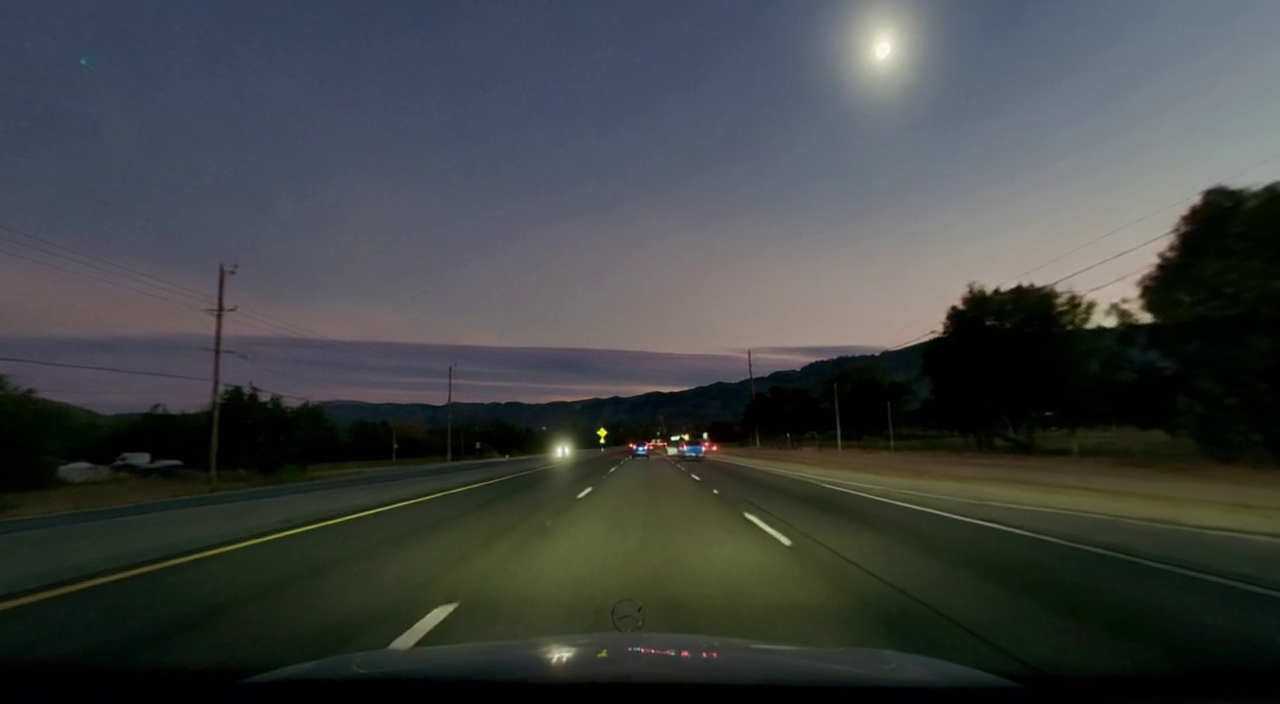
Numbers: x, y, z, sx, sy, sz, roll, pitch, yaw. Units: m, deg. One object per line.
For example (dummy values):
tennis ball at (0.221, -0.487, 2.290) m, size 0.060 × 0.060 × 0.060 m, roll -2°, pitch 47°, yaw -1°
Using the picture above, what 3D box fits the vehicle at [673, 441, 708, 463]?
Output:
vehicle at (3.617, 7.201, 45.664) m, size 2.148 × 1.538 × 4.430 m, roll 0°, pitch -8°, yaw 0°
